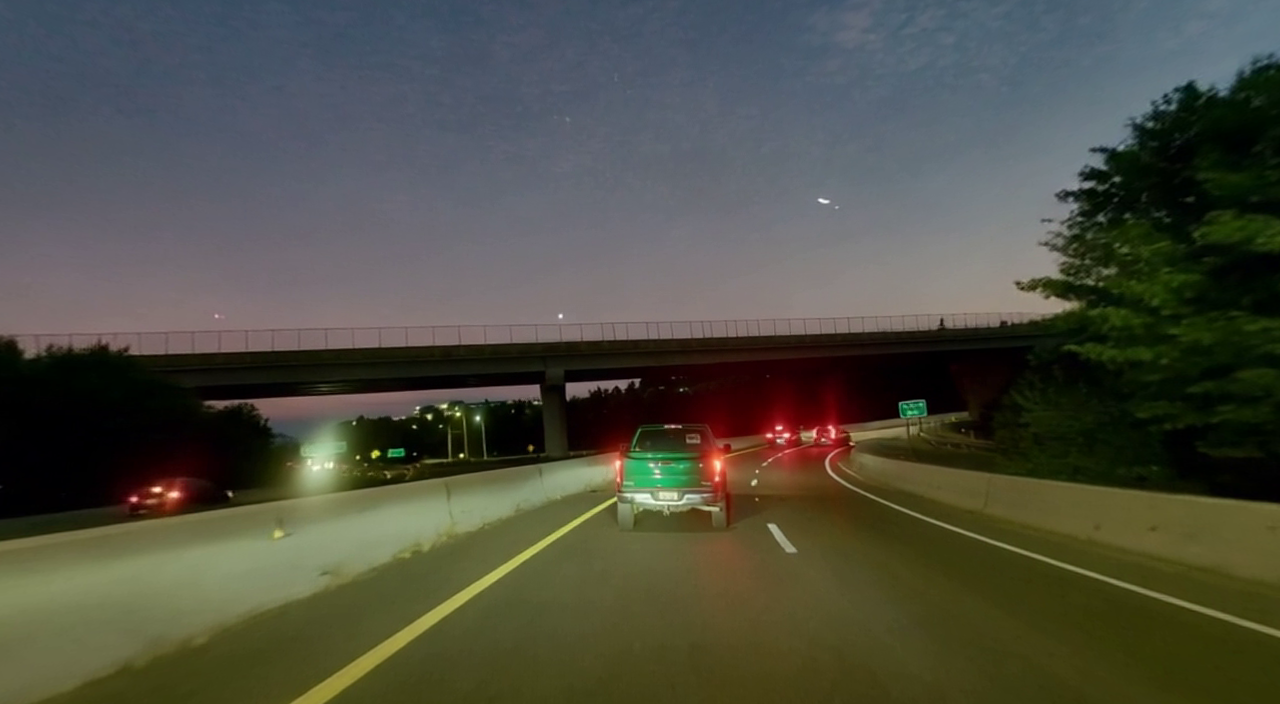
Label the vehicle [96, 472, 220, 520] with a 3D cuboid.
[{"bbox_3d":[-18.681,5.550,24.695,1.965,1.464,4.514,0,-9,-11],"label":"vehicle"}]

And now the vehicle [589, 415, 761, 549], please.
[{"bbox_3d":[0.645,2.019,10.469,2.235,1.716,4.435,-1,-9,5],"label":"vehicle"}]
